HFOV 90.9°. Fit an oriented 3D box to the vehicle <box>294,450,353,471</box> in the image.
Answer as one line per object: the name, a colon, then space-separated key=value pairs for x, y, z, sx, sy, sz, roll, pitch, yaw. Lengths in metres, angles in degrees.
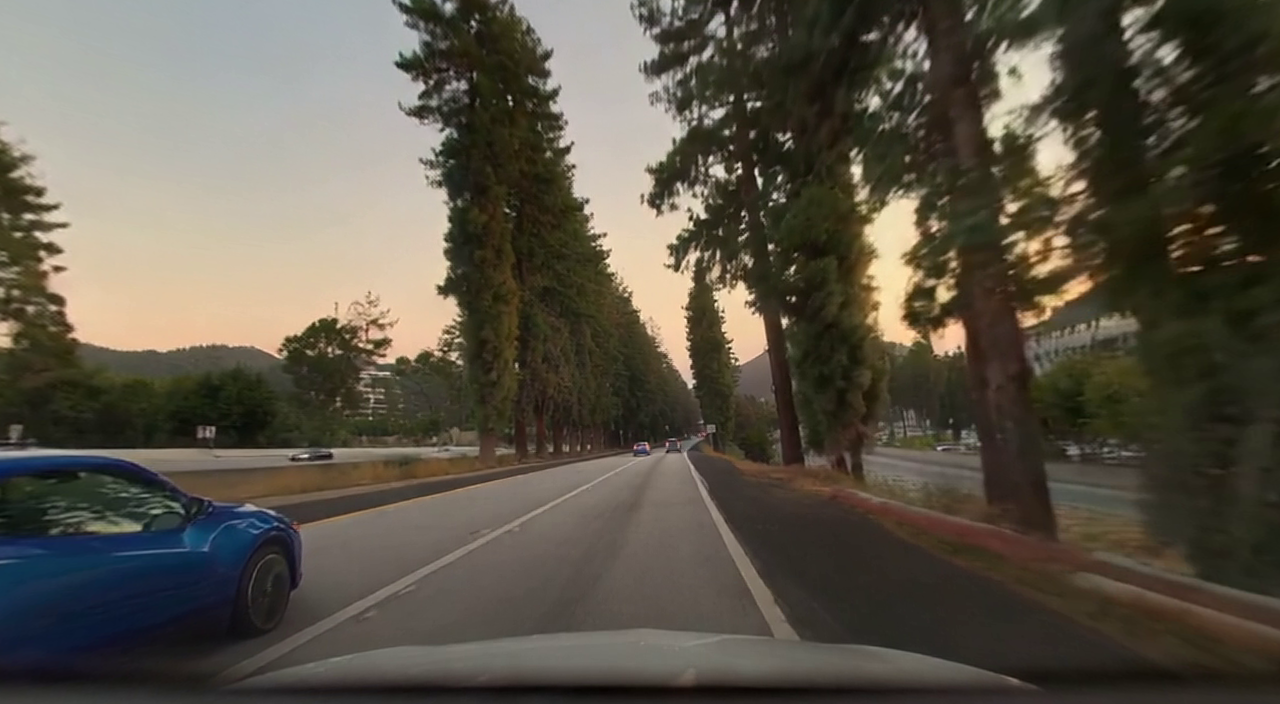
vehicle: x=-23.953 y=8.221 z=47.875 sx=1.883 sy=1.426 sz=3.958 roll=-1 pitch=-8 yaw=10

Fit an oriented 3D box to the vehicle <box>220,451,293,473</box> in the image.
vehicle: x=-27.752 y=7.940 z=45.845 sx=1.964 sy=1.444 sz=4.565 roll=-1 pitch=-8 yaw=10
